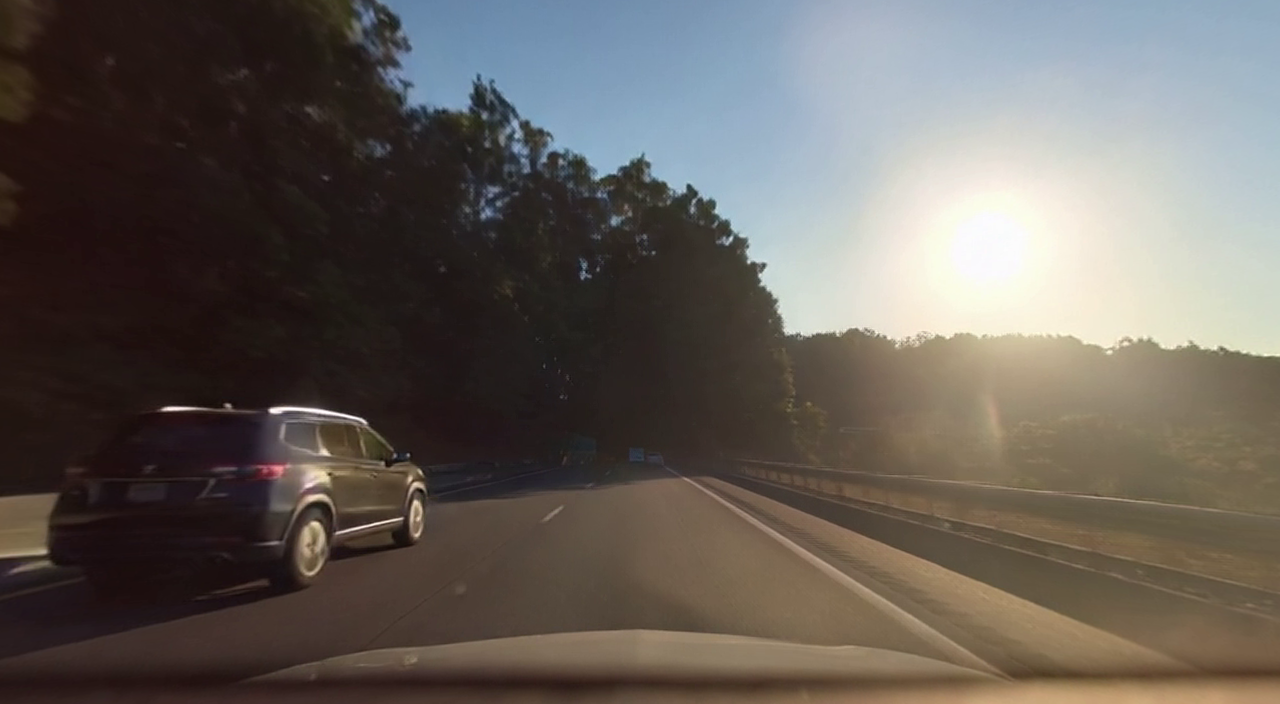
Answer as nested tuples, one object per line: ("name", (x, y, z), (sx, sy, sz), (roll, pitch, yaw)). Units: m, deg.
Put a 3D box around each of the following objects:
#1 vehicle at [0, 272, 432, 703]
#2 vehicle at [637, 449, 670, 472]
("vehicle", (-3.648, 1.062, 4.799), (2.418, 2.049, 4.930), (0, -9, 0))
("vehicle", (0.879, 7.367, 43.079), (2.046, 1.452, 4.407), (0, -9, -1))
